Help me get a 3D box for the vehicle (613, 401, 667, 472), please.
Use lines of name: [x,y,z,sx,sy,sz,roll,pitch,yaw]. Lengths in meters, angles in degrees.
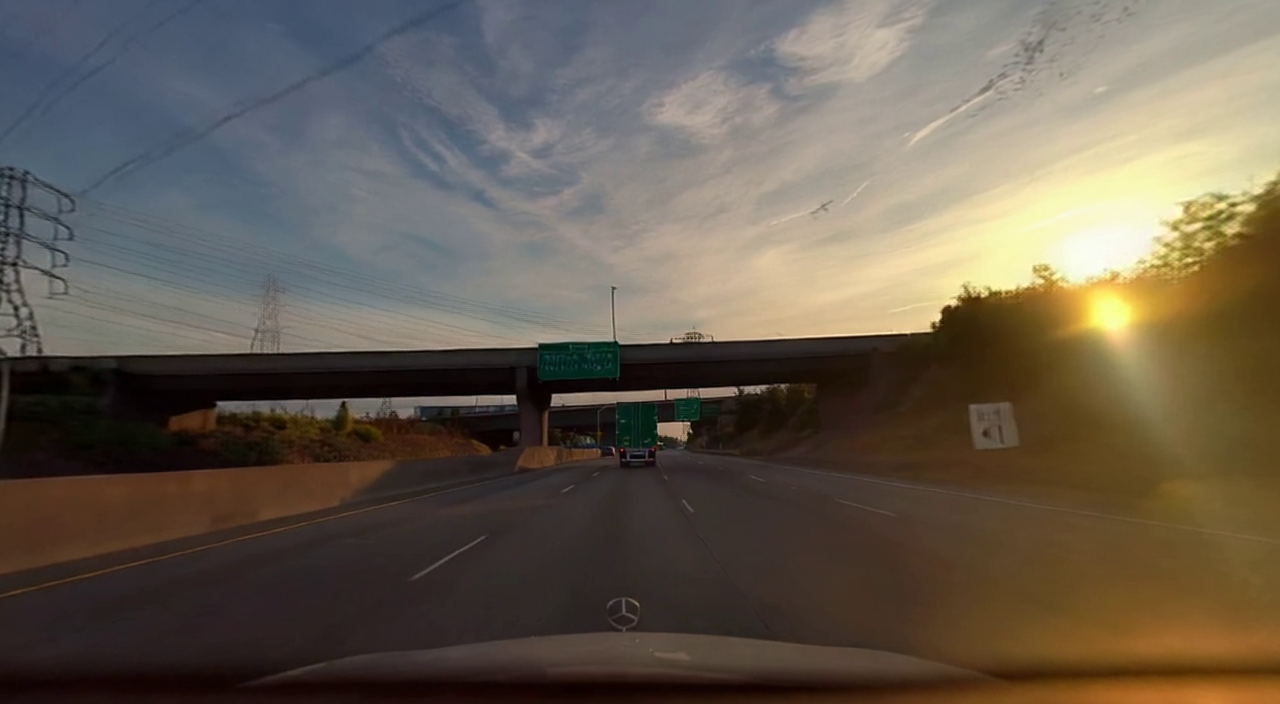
vehicle: [-0.122,5.753,42.149,3.025,4.002,12.709,0,-9,-1]
